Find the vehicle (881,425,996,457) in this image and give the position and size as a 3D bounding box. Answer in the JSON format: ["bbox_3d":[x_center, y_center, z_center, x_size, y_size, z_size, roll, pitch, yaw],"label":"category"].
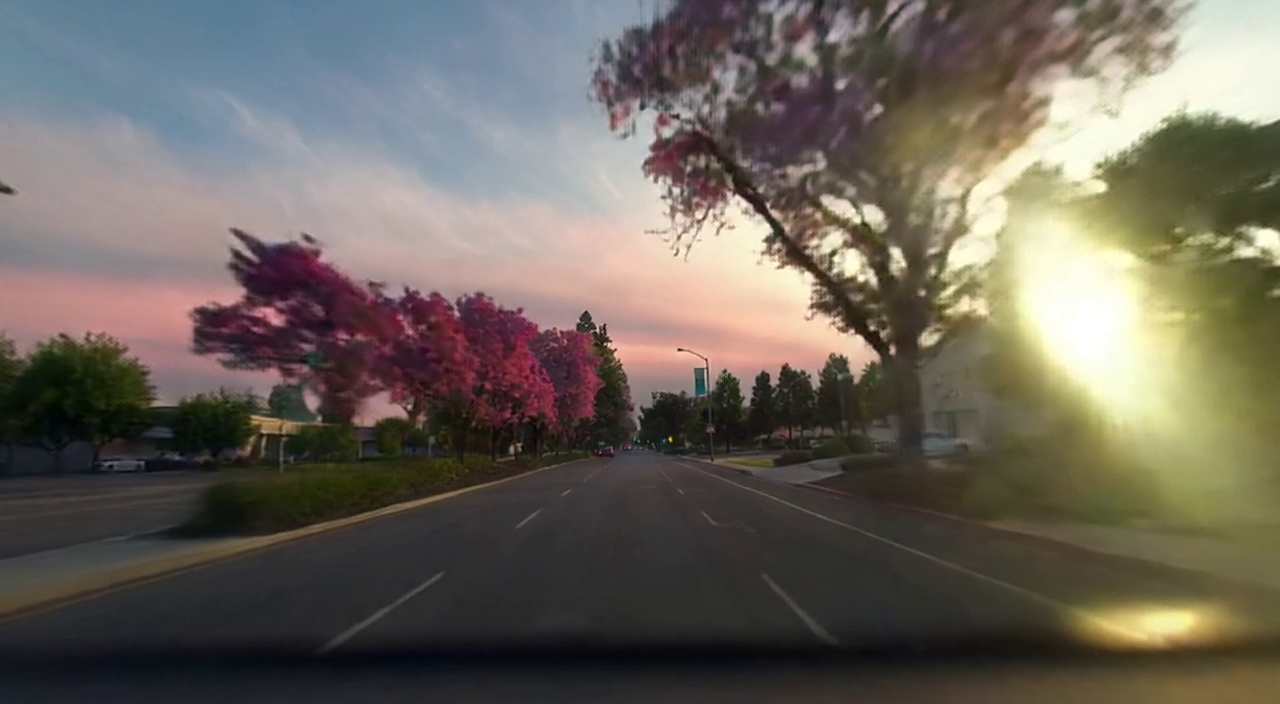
[{"bbox_3d":[15.170,4.558,32.358,4.877,1.592,1.913,0,-8,2],"label":"vehicle"}]
